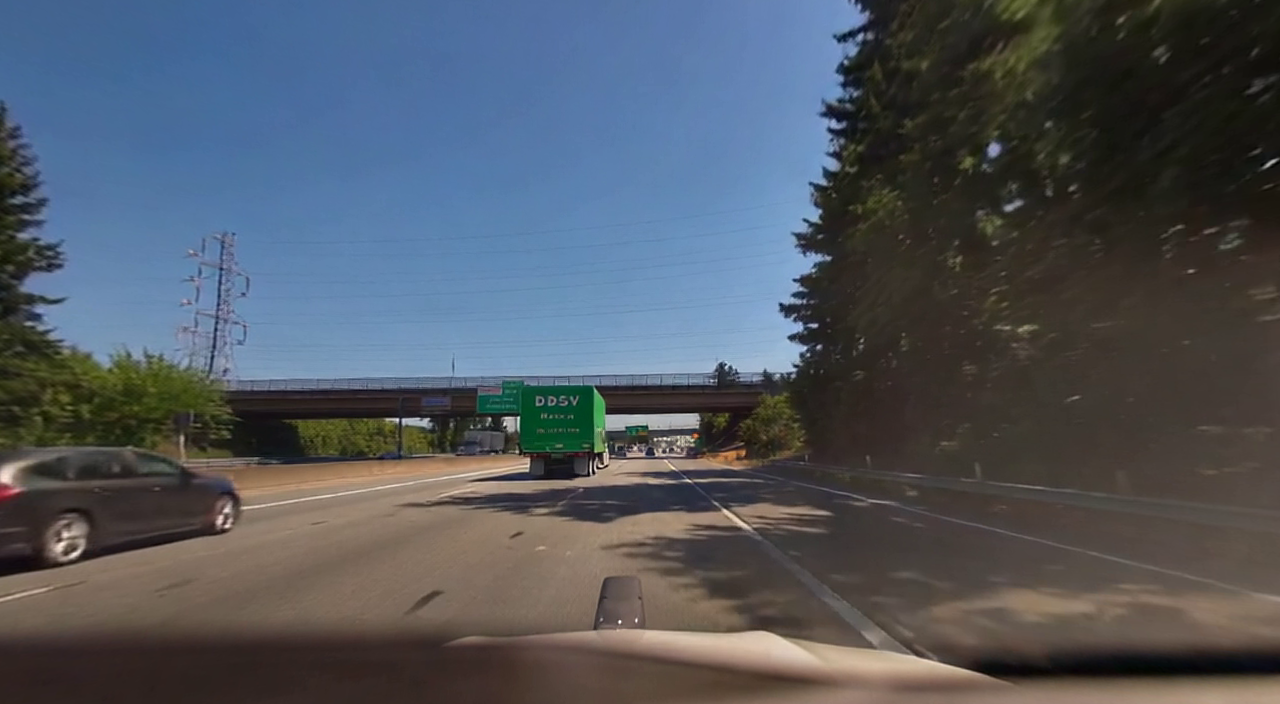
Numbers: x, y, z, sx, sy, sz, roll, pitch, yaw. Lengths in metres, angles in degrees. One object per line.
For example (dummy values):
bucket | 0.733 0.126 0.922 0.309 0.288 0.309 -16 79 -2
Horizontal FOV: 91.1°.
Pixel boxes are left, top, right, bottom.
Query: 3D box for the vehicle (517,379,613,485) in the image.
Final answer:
vehicle | -3.116 4.005 30.303 3.025 4.002 12.709 -1 -9 0

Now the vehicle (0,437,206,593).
vehicle | -7.053 1.610 6.314 1.958 1.467 4.737 -1 -9 1
